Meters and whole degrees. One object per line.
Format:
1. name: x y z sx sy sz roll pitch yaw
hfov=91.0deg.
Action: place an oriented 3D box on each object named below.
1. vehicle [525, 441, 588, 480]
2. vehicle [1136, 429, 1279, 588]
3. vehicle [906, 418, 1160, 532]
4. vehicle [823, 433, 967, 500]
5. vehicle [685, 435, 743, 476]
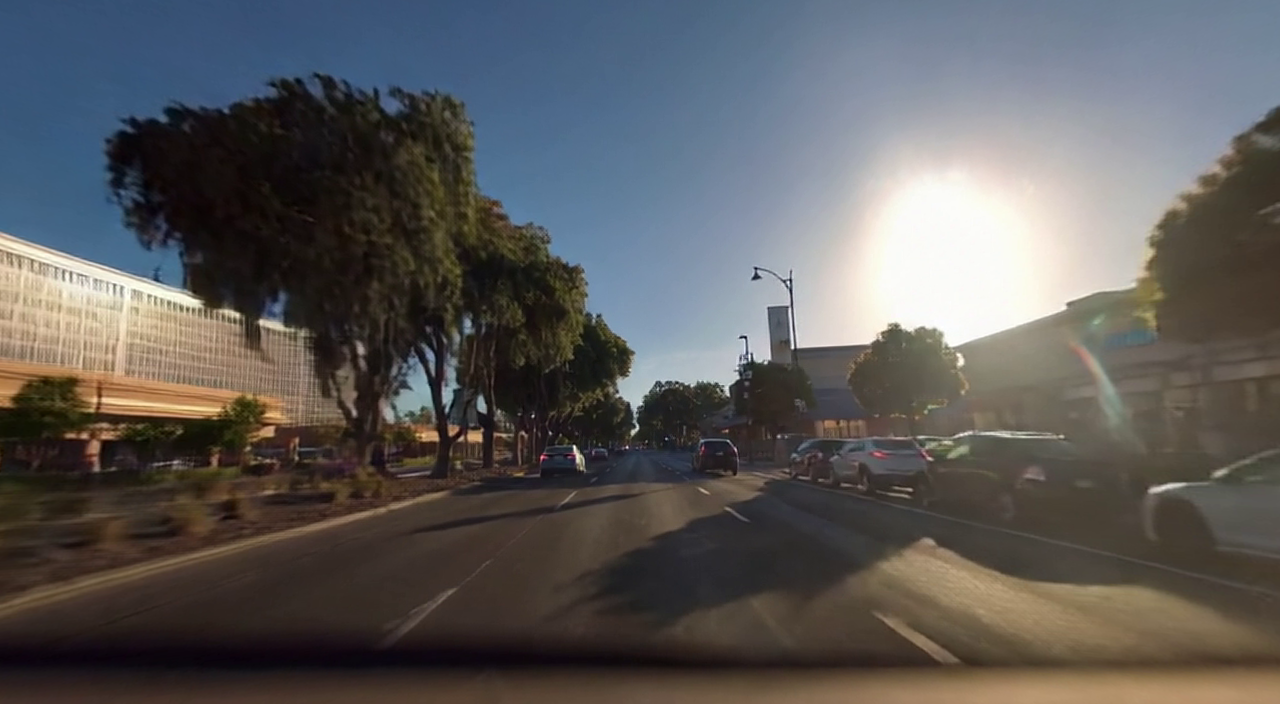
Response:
1. vehicle: -3.377 4.471 26.263 2.005 1.477 4.169 0 -8 0
2. vehicle: 6.924 1.375 5.233 1.876 1.478 4.670 0 -8 2
3. vehicle: 7.002 2.220 11.925 2.039 1.749 4.193 0 -8 -1
4. vehicle: 6.793 3.097 17.391 2.078 1.597 4.289 0 -8 -1
5. vehicle: 3.403 4.837 29.652 2.083 1.743 4.354 0 -8 -2
